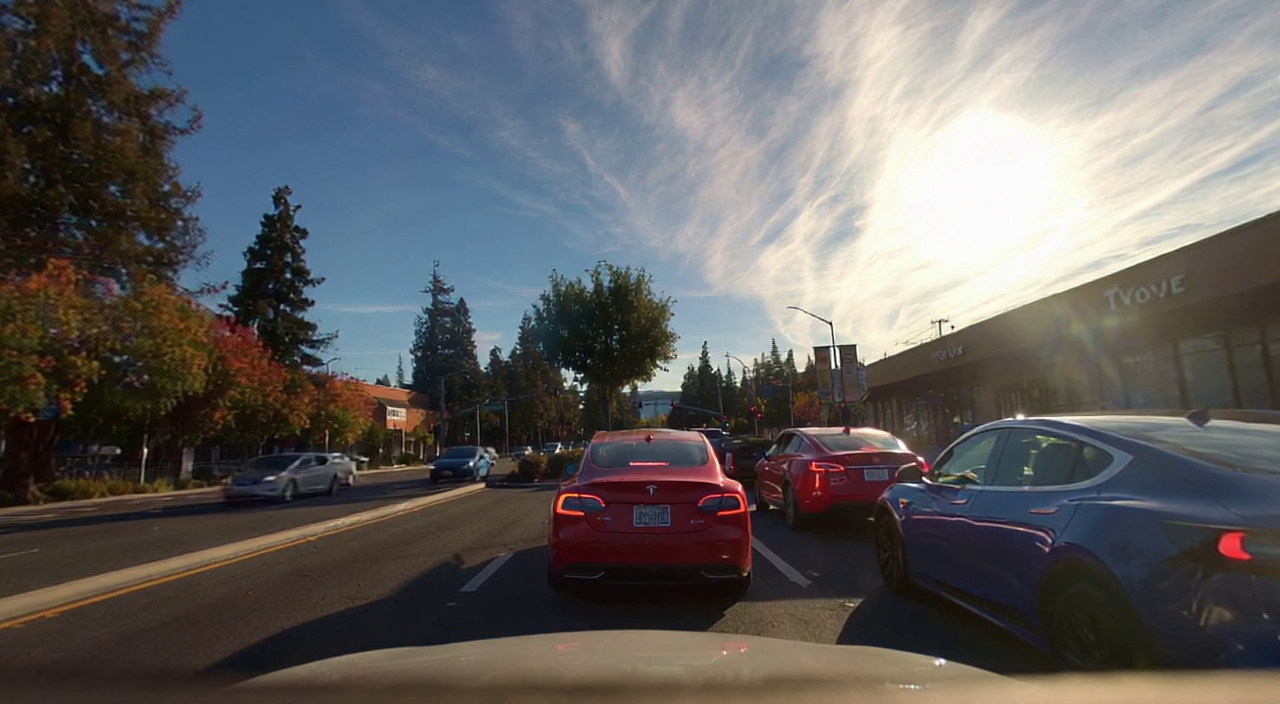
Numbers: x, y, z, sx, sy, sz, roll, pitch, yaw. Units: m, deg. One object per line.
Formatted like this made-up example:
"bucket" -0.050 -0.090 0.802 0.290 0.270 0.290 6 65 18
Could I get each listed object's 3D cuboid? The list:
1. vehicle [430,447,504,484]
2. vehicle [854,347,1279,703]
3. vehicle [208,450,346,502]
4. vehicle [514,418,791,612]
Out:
"vehicle" -7.558 4.985 27.983 1.979 1.490 4.225 0 -8 1
"vehicle" 3.192 1.099 4.065 2.038 1.651 4.455 0 -8 0
"vehicle" -11.776 4.010 20.878 1.892 1.479 4.355 0 -8 1
"vehicle" 0.105 1.559 6.930 2.137 1.488 3.938 0 -8 0
